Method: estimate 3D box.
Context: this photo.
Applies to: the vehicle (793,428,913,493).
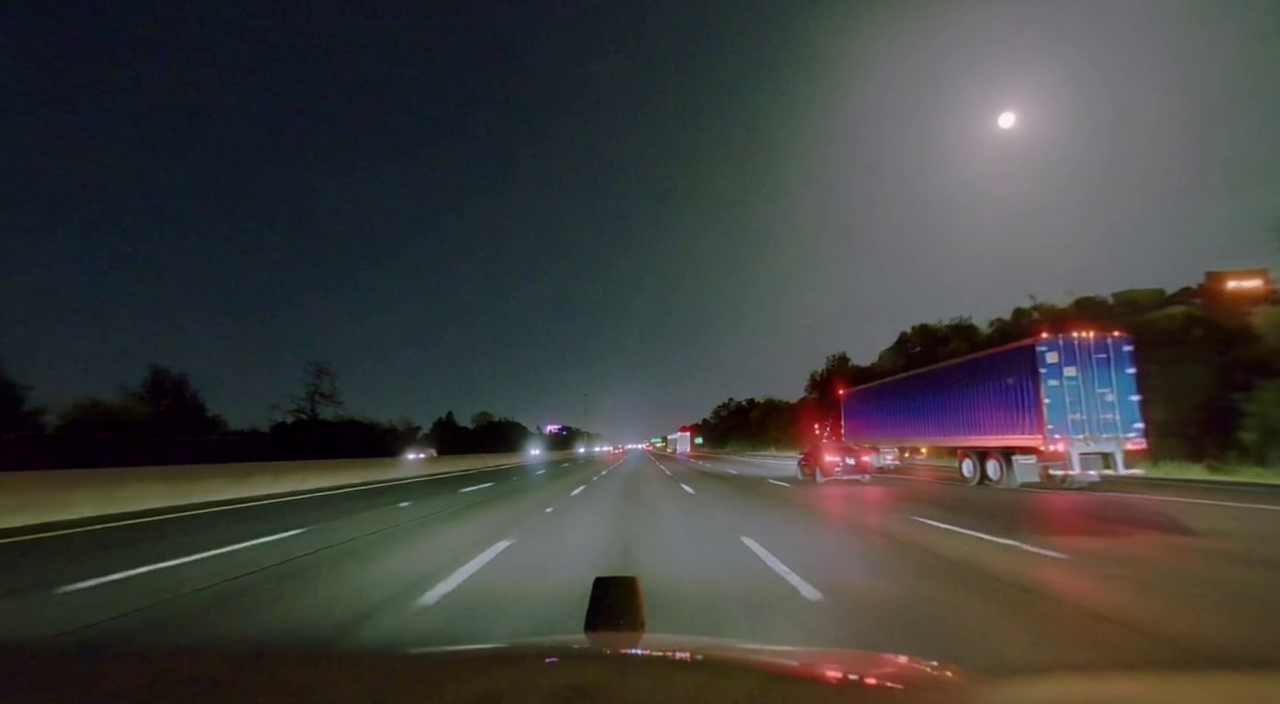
[{"bbox_3d":[6.397,3.332,19.614,2.096,1.767,4.601,0,-9,0],"label":"vehicle"}]
